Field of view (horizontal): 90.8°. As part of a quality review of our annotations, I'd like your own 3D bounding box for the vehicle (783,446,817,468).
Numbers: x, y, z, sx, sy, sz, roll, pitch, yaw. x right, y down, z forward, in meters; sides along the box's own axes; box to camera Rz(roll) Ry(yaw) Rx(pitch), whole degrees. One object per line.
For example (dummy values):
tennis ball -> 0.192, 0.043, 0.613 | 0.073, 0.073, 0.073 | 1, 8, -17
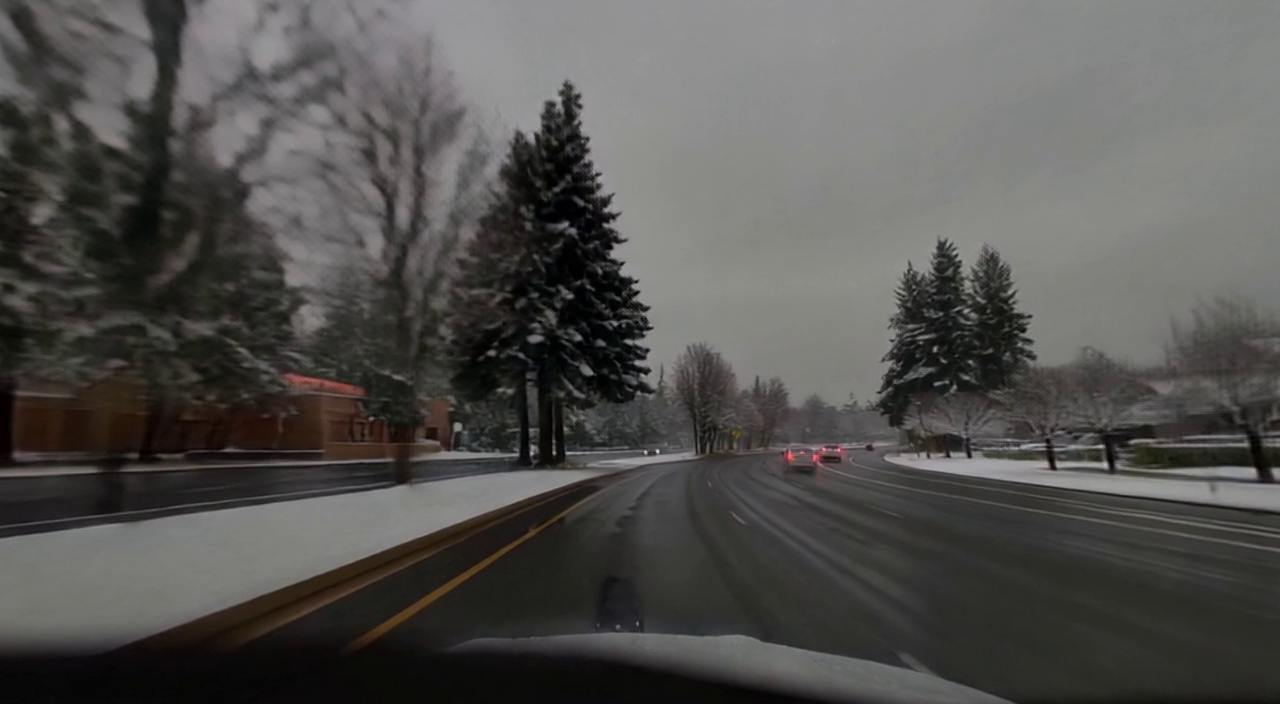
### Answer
vehicle -> 11.350, 7.458, 45.072 | 1.988, 1.460, 3.996 | -2, -9, 9
